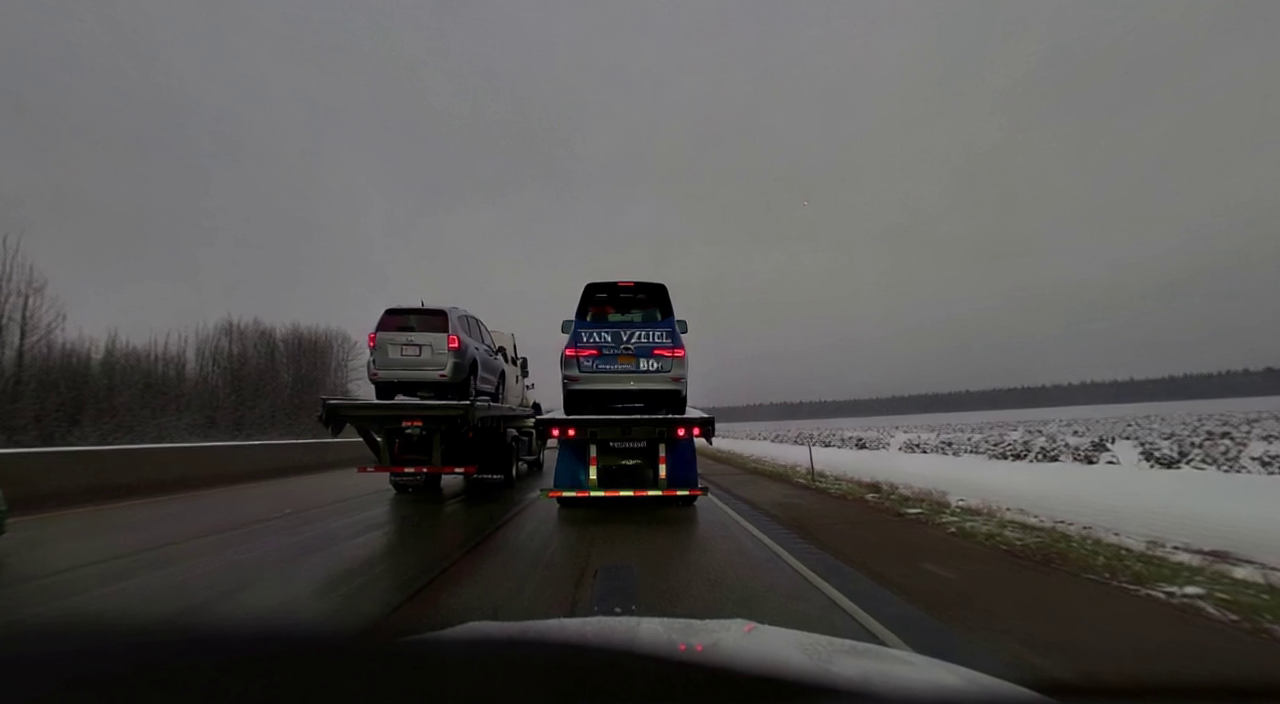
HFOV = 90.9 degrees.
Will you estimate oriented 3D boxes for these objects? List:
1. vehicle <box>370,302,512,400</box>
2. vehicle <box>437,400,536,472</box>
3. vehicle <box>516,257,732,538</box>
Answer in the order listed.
[{"bbox_3d":[-4.596,0.145,15.422,2.118,1.799,4.591,0,-7,-2],"label":"vehicle"},{"bbox_3d":[-4.598,2.609,19.676,2.258,1.970,4.402,0,-8,-4],"label":"vehicle"},{"bbox_3d":[-0.399,1.137,12.783,2.738,3.628,9.223,0,-7,-3],"label":"vehicle"}]
